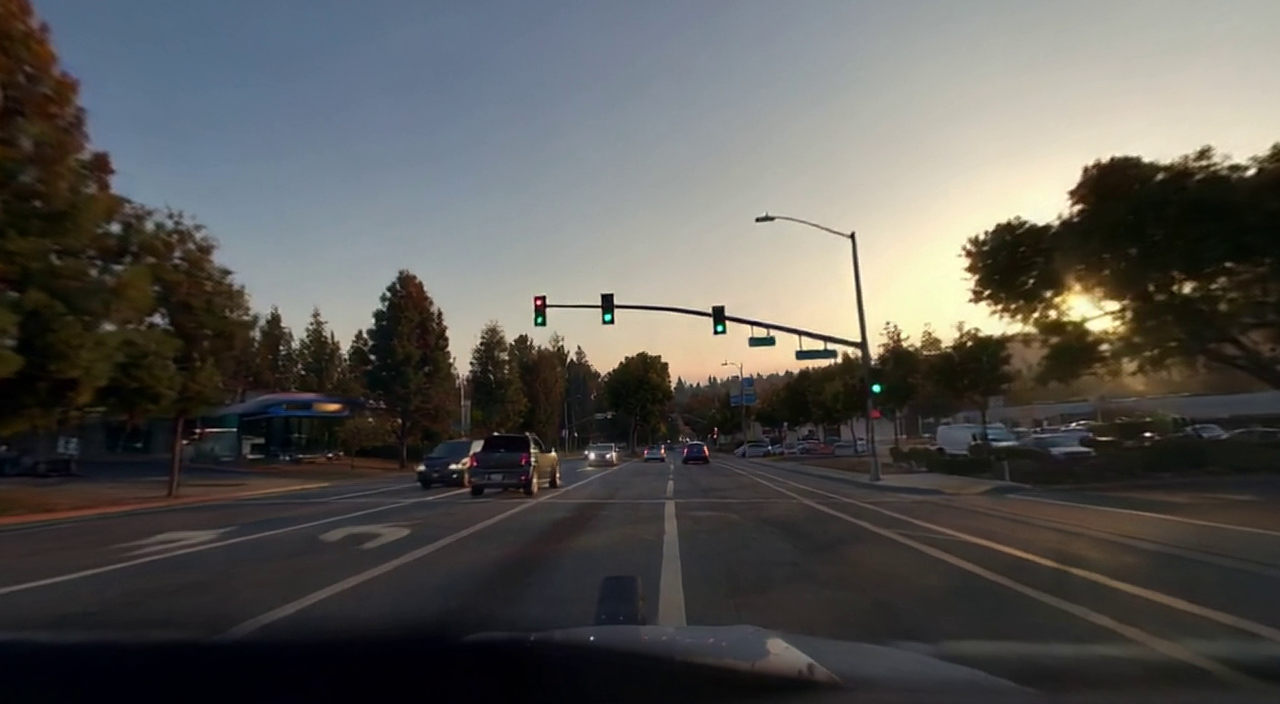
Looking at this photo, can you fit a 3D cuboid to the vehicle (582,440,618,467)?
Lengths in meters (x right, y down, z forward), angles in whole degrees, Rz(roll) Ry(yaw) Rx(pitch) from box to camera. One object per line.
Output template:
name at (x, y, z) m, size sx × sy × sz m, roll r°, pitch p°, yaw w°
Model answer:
vehicle at (-2.678, 6.961, 43.545) m, size 2.092 × 1.779 × 4.468 m, roll 0°, pitch -8°, yaw 1°

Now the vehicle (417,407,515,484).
vehicle at (-7.332, 4.054, 27.419) m, size 2.251 × 2.944 × 5.835 m, roll -1°, pitch -8°, yaw 3°

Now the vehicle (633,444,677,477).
vehicle at (0.663, 4.948, 29.069) m, size 1.917 × 1.418 × 3.987 m, roll 0°, pitch -8°, yaw 1°

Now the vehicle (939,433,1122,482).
vehicle at (18.300, 4.956, 30.988) m, size 2.618 × 1.565 × 11.353 m, roll -3°, pitch -6°, yaw 4°

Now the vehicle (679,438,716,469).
vehicle at (3.435, 6.198, 38.693) m, size 2.046 × 1.768 × 4.370 m, roll 0°, pitch -8°, yaw 3°

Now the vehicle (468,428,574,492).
vehicle at (-3.884, 3.673, 21.983) m, size 2.298 × 1.905 × 5.777 m, roll -1°, pitch -8°, yaw 3°

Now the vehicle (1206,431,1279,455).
vehicle at (40.599, 6.014, 41.707) m, size 4.562 × 1.504 × 2.068 m, roll 0°, pitch -8°, yaw -3°
